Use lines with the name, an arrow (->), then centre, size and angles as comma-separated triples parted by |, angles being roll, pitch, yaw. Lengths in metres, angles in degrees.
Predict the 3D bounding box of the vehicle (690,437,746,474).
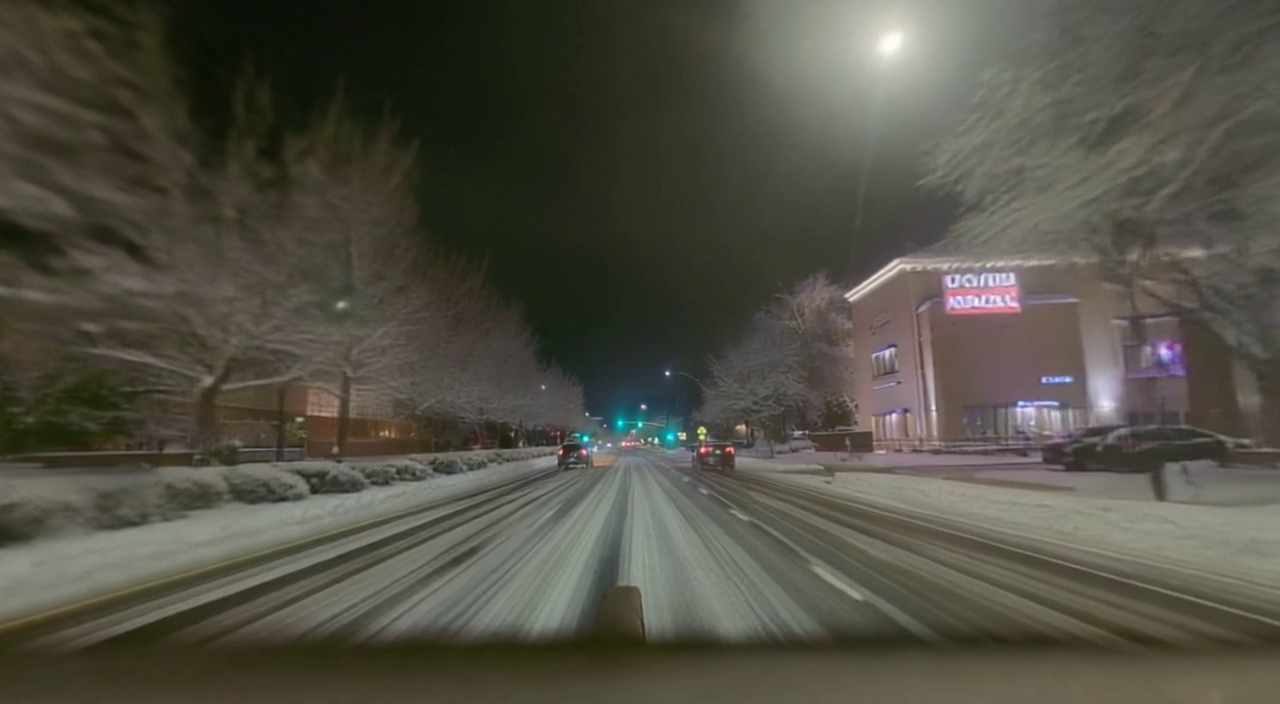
vehicle -> 3.833, 5.168, 31.650 | 2.083, 1.743, 4.354 | 0, -8, -2

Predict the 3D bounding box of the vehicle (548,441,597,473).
vehicle -> -3.302, 5.174, 31.390 | 2.005, 1.477, 4.169 | 0, -8, 0
